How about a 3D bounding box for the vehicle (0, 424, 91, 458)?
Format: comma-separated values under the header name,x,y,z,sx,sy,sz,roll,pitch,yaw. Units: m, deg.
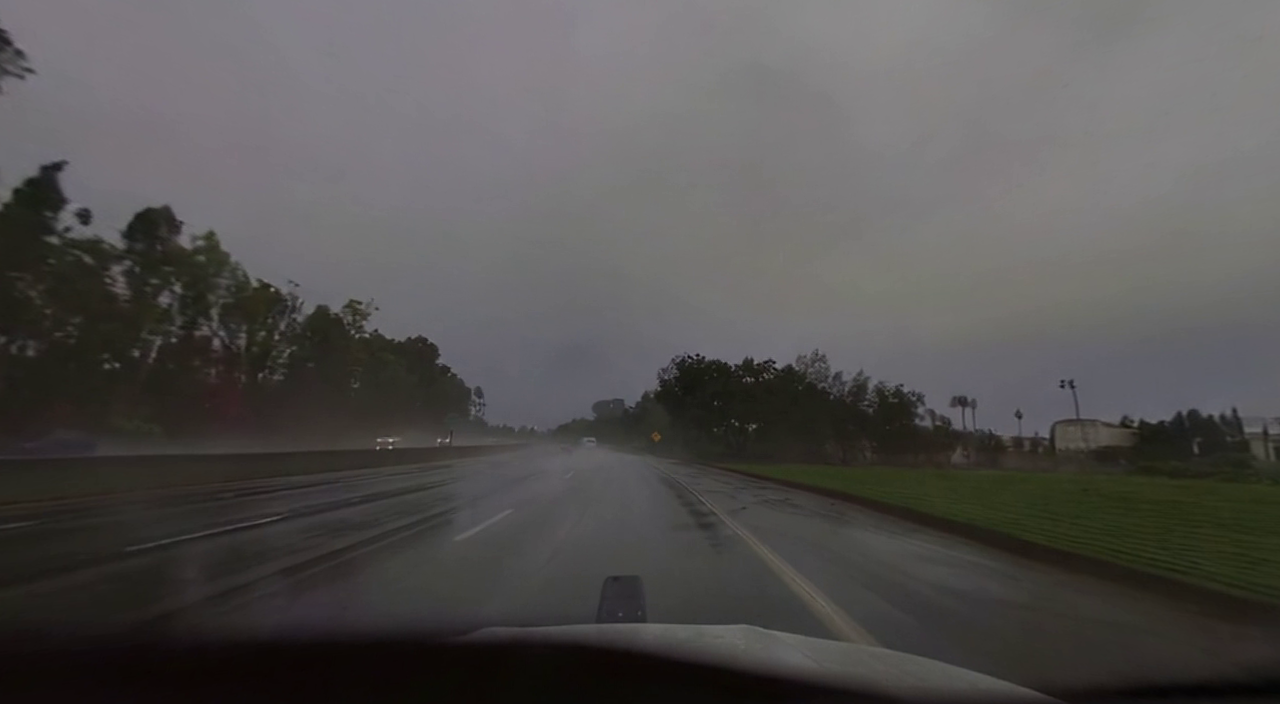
name,x,y,z,sx,sy,sz,roll,pitch,yaw
vehicle,-32.712,4.813,34.005,1.924,1.680,4.758,1,-8,-2
